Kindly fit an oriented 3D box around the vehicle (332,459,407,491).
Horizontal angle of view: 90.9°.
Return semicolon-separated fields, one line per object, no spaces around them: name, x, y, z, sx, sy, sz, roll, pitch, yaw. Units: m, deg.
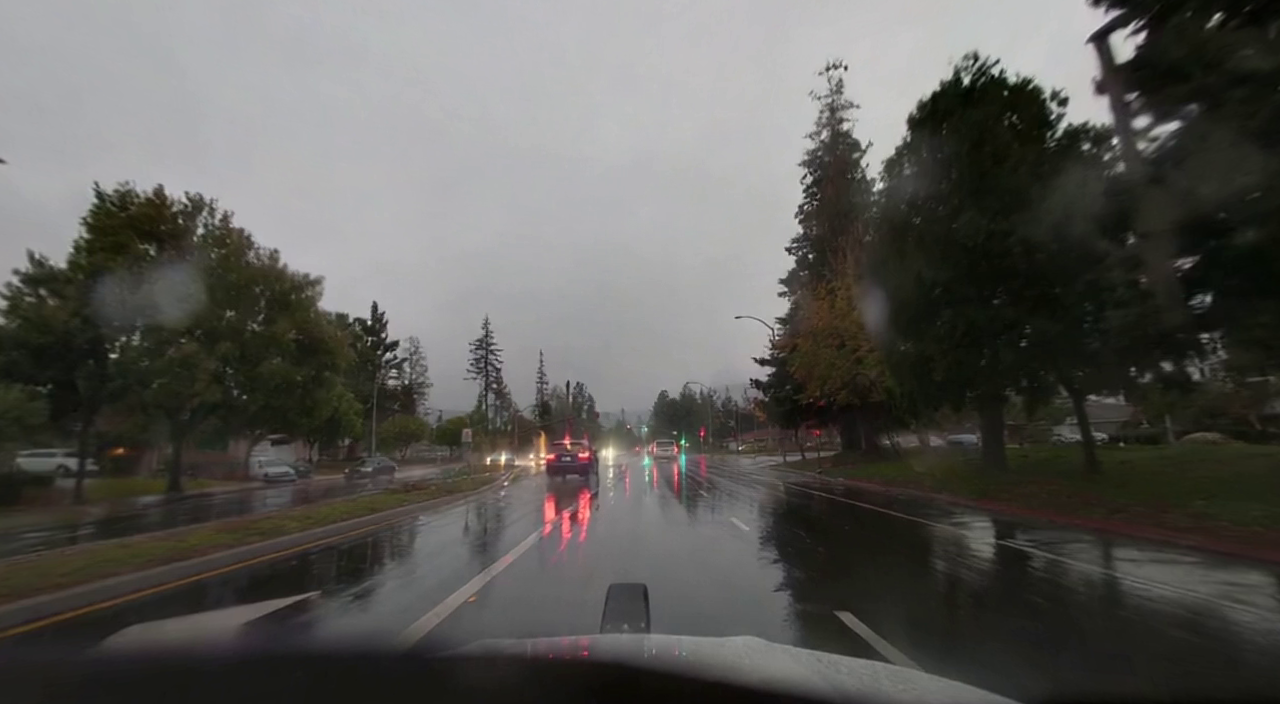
vehicle;-14.761;6.727;34.760;1.981;1.503;4.796;0;-9;0

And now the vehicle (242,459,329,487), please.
vehicle;-24.599;8.414;43.865;4.824;1.766;1.967;0;-9;4

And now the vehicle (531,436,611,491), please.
vehicle;-2.465;4.185;24.055;2.459;1.825;5.380;0;-8;0
